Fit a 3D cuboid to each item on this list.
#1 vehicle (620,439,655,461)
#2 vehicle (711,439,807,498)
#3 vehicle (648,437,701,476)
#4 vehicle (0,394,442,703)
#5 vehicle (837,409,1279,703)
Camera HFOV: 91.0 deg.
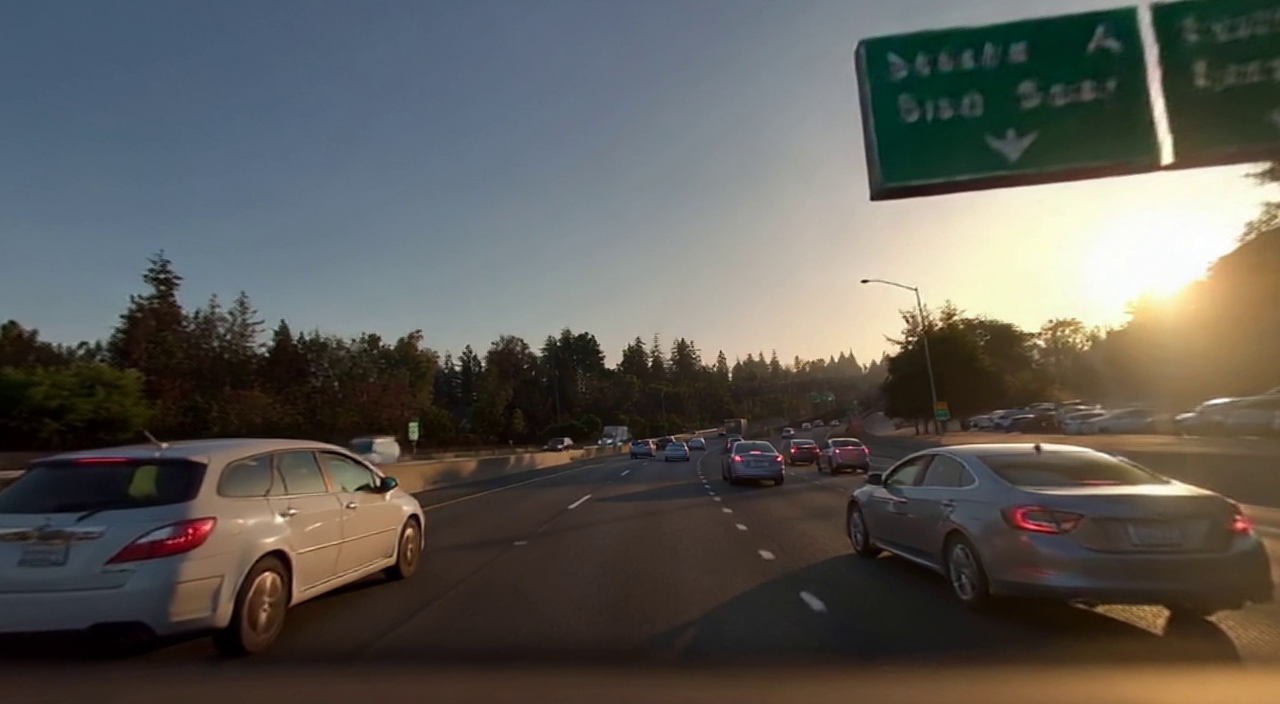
[{"bbox_3d":[-0.154,7.264,46.555,2.059,1.516,4.236,-1,-9,7],"label":"vehicle"},{"bbox_3d":[3.299,3.331,18.382,2.009,1.489,4.559,0,-9,1],"label":"vehicle"},{"bbox_3d":[1.555,4.636,28.025,2.201,1.614,3.803,-1,-9,4],"label":"vehicle"},{"bbox_3d":[-3.242,1.297,4.777,1.937,1.558,4.469,0,-9,1],"label":"vehicle"},{"bbox_3d":[3.442,1.390,5.453,2.014,1.489,4.696,0,-9,1],"label":"vehicle"}]
